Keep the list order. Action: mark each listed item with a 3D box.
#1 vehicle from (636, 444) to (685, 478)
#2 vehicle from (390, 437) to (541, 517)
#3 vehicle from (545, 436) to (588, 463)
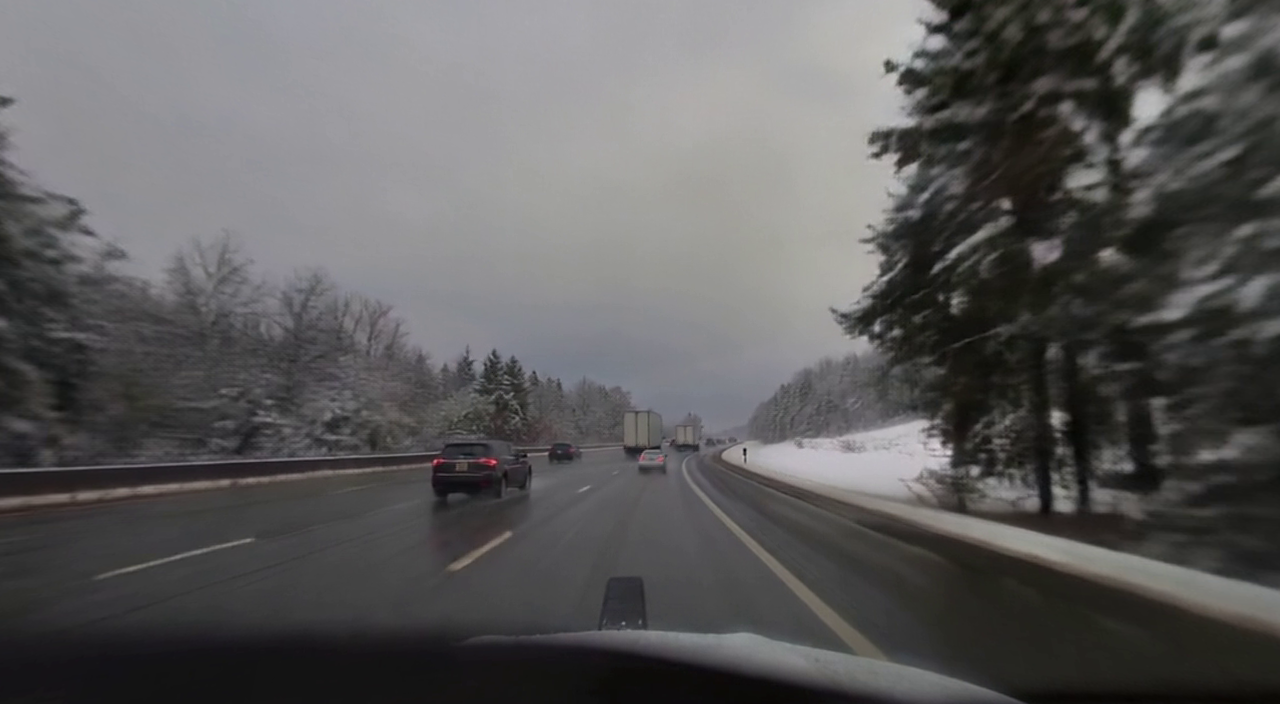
[{"bbox_3d":[0.903,4.697,27.384,1.984,1.365,3.767,0,-9,2],"label":"vehicle"},{"bbox_3d":[-3.656,2.697,14.207,1.916,1.486,4.631,0,-9,2],"label":"vehicle"},{"bbox_3d":[-5.315,7.120,46.209,2.142,1.833,4.854,-1,-9,5],"label":"vehicle"}]
